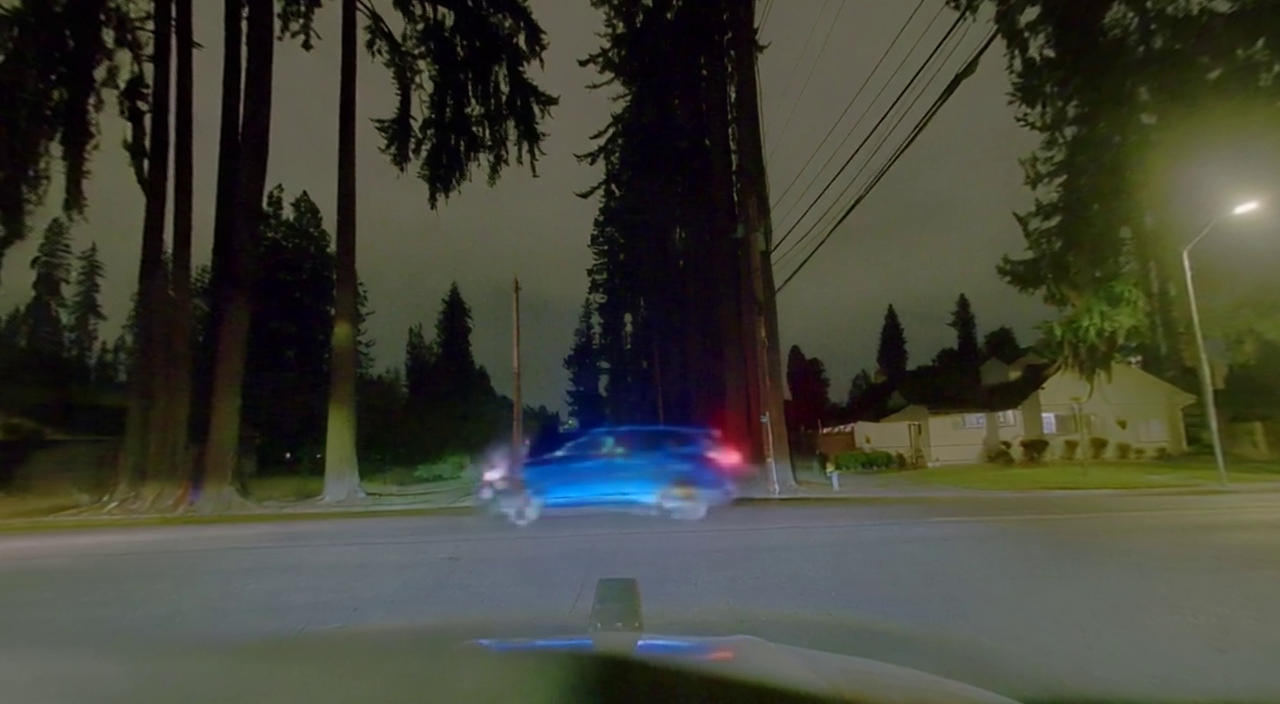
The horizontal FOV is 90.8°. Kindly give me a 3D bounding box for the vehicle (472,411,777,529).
[{"bbox_3d":[-0.266,2.027,11.176,4.809,1.834,2.181,0,-8,-2],"label":"vehicle"}]
